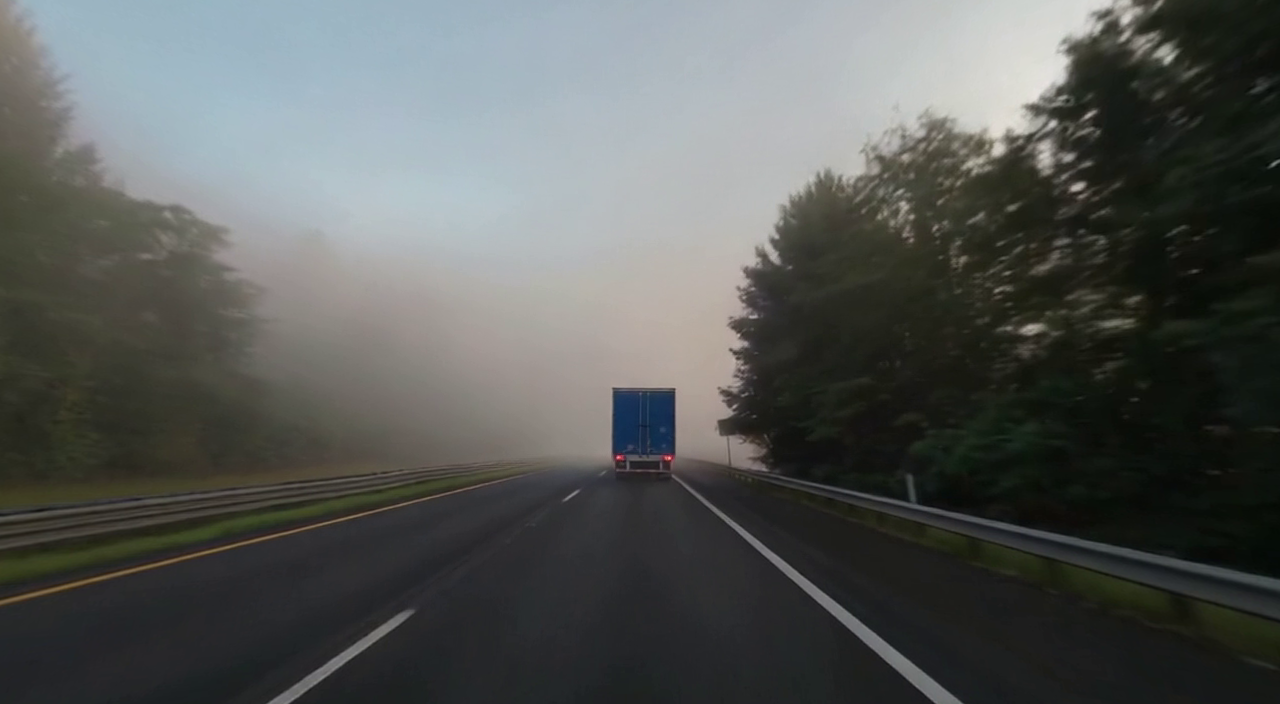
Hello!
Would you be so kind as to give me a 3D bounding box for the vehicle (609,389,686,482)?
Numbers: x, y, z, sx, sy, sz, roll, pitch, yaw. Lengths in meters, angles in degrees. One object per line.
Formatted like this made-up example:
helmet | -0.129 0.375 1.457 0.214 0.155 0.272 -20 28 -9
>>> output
vehicle | 0.136 3.845 28.502 2.913 3.530 8.648 0 -9 -2
